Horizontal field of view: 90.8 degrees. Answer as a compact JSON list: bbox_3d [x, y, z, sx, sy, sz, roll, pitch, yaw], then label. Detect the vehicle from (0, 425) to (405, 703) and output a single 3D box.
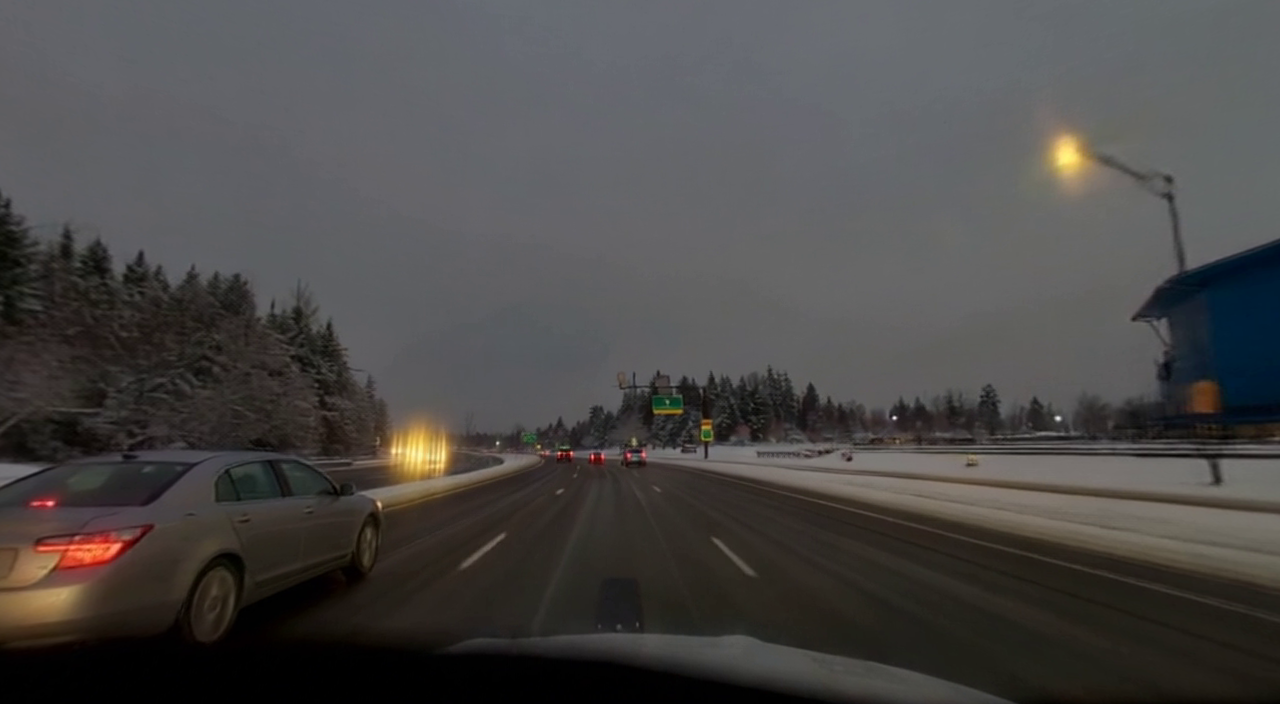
[{"bbox_3d":[-3.840,1.437,5.402,2.018,1.476,4.364,0,-8,-1],"label":"vehicle"}]
